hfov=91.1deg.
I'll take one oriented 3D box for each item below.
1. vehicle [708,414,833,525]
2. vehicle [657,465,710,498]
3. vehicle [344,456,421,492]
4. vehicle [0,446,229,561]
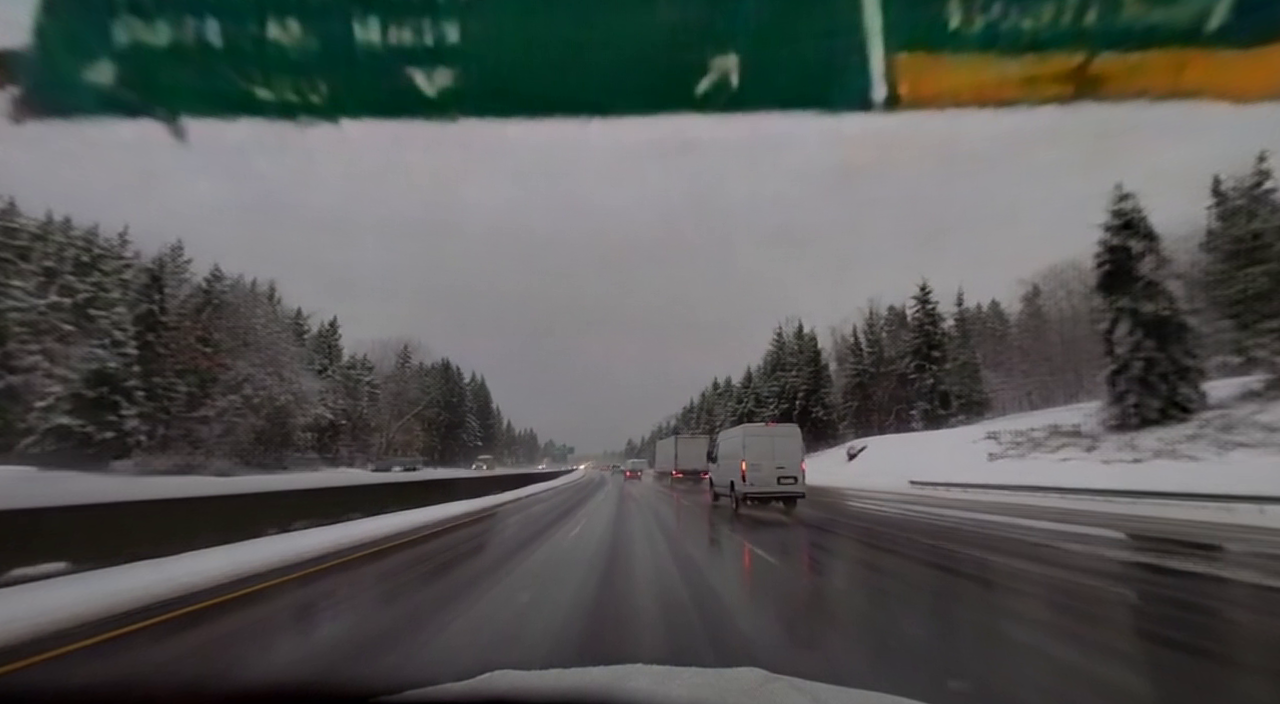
[{"bbox_3d":[3.454,3.341,17.969,2.291,2.639,5.280,1,-10,-2],"label":"vehicle"},{"bbox_3d":[2.076,6.427,31.386,2.081,1.453,4.300,1,-10,-3],"label":"vehicle"},{"bbox_3d":[-13.619,6.495,33.579,2.017,1.710,4.881,1,-10,0],"label":"vehicle"},{"bbox_3d":[-9.426,2.399,10.504,1.912,1.497,4.625,1,-10,0],"label":"vehicle"}]
